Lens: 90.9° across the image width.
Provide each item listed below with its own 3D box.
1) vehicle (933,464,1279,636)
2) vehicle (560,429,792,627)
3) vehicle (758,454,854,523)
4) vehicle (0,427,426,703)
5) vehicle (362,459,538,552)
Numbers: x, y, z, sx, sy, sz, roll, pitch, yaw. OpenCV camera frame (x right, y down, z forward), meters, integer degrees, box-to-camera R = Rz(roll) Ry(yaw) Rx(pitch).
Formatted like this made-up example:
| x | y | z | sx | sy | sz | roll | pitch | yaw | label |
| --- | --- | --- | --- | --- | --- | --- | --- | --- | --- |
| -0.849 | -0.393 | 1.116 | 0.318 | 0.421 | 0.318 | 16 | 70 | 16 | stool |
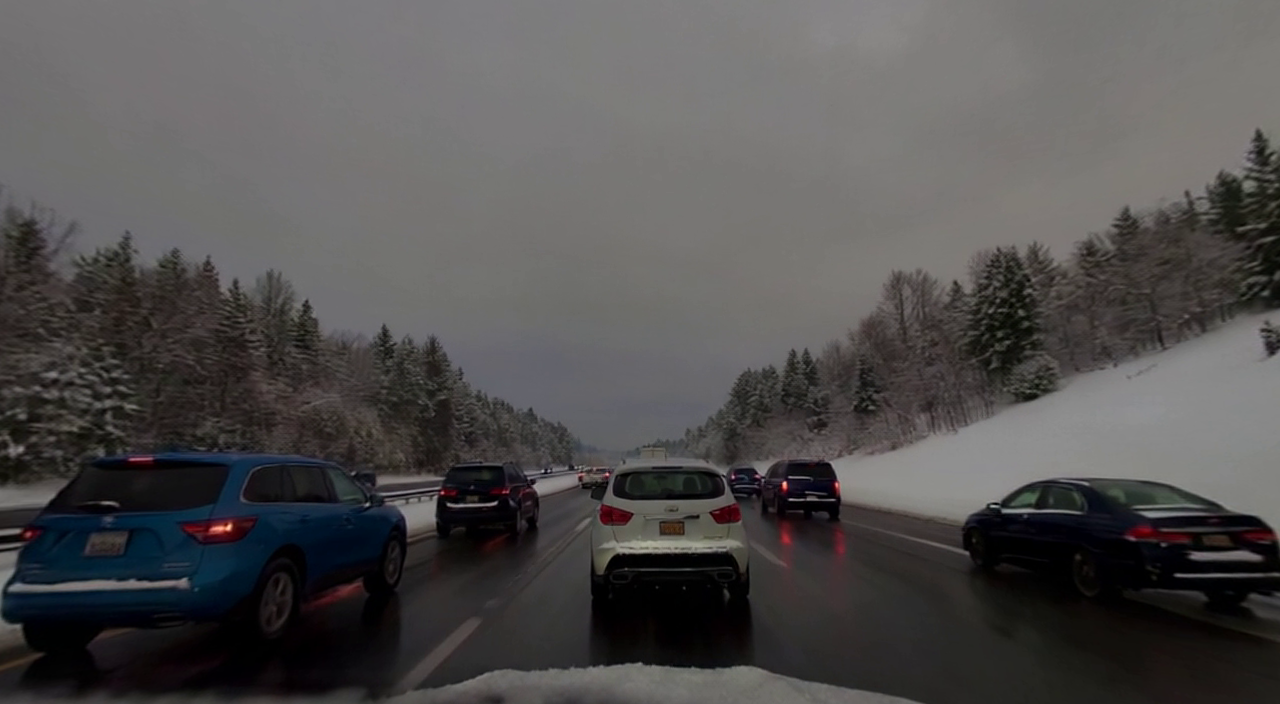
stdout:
| x | y | z | sx | sy | sz | roll | pitch | yaw | label |
| --- | --- | --- | --- | --- | --- | --- | --- | --- | --- |
| 5.578 | 2.126 | 7.685 | 1.919 | 1.437 | 4.436 | 1 | -11 | 1 | vehicle |
| 0.341 | 1.958 | 7.770 | 2.057 | 1.725 | 4.126 | 1 | -11 | 0 | vehicle |
| 5.054 | 4.217 | 19.840 | 1.984 | 1.876 | 4.287 | 0 | -11 | 2 | vehicle |
| -3.785 | 1.624 | 5.833 | 1.994 | 1.556 | 4.263 | 0 | -11 | 1 | vehicle |
| -3.559 | 2.997 | 12.878 | 1.960 | 1.502 | 4.593 | 0 | -11 | 3 | vehicle |
